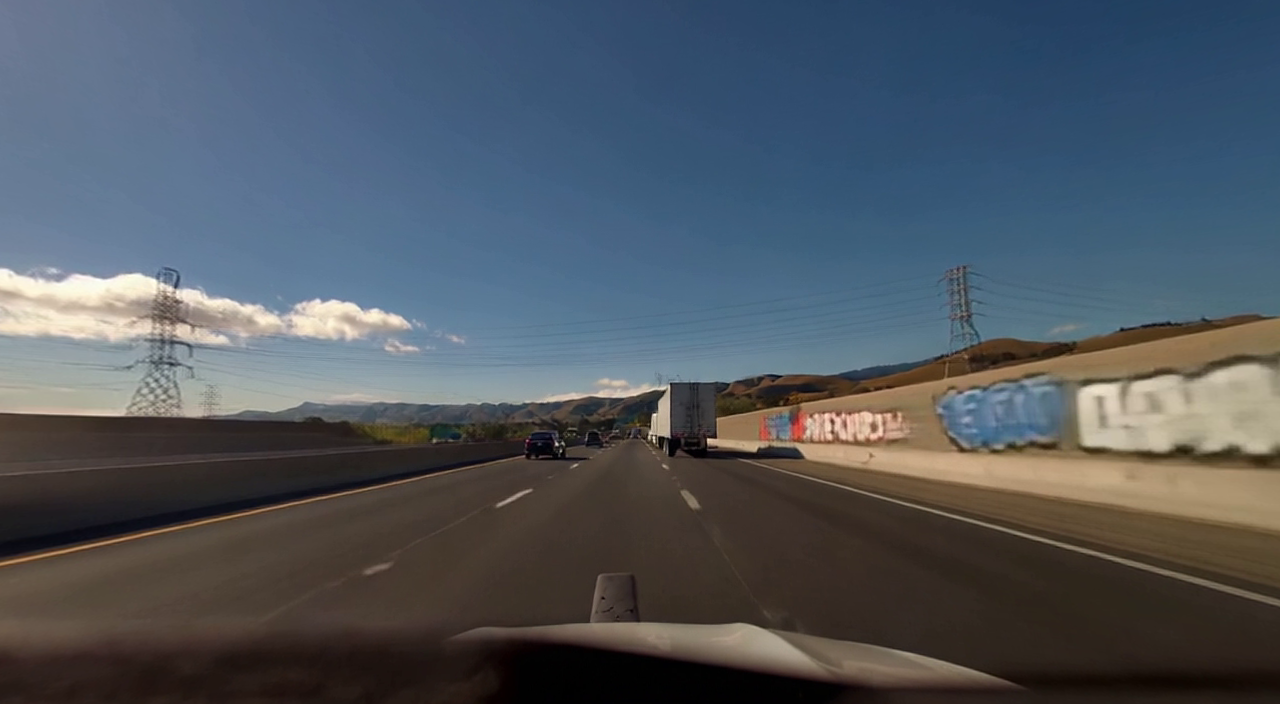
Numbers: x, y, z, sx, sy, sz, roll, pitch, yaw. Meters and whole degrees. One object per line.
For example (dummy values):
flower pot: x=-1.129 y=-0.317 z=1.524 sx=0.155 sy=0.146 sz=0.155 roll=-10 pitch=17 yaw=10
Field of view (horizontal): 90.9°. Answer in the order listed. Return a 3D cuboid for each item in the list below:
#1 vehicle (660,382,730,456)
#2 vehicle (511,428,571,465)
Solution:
vehicle: x=2.993 y=4.201 z=38.127 sx=3.060 sy=3.842 sz=11.095 roll=0 pitch=-8 yaw=-1
vehicle: x=-4.281 y=4.160 z=27.909 sx=1.965 sy=1.486 sz=4.448 roll=0 pitch=-8 yaw=0
